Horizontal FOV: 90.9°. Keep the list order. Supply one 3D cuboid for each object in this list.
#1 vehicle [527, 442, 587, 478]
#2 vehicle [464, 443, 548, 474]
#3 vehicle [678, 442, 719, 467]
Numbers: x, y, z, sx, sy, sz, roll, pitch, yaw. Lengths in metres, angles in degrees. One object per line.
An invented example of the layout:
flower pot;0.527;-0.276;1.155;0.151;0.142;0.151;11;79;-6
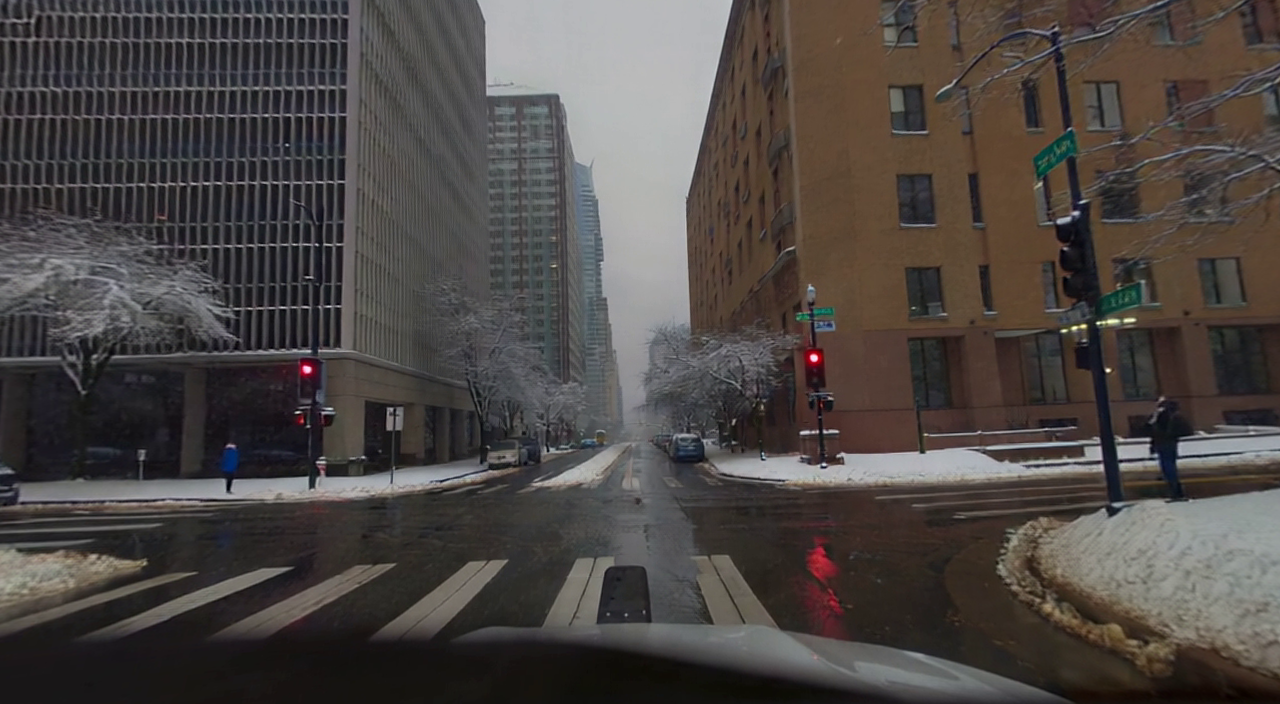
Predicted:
vehicle;-3.668;4.846;28.631;1.989;1.481;4.500;0;-8;1
vehicle;-8.014;6.361;38.026;4.526;1.726;1.963;8;-12;-44
vehicle;3.541;6.276;38.860;1.853;1.426;4.160;1;-8;-3
